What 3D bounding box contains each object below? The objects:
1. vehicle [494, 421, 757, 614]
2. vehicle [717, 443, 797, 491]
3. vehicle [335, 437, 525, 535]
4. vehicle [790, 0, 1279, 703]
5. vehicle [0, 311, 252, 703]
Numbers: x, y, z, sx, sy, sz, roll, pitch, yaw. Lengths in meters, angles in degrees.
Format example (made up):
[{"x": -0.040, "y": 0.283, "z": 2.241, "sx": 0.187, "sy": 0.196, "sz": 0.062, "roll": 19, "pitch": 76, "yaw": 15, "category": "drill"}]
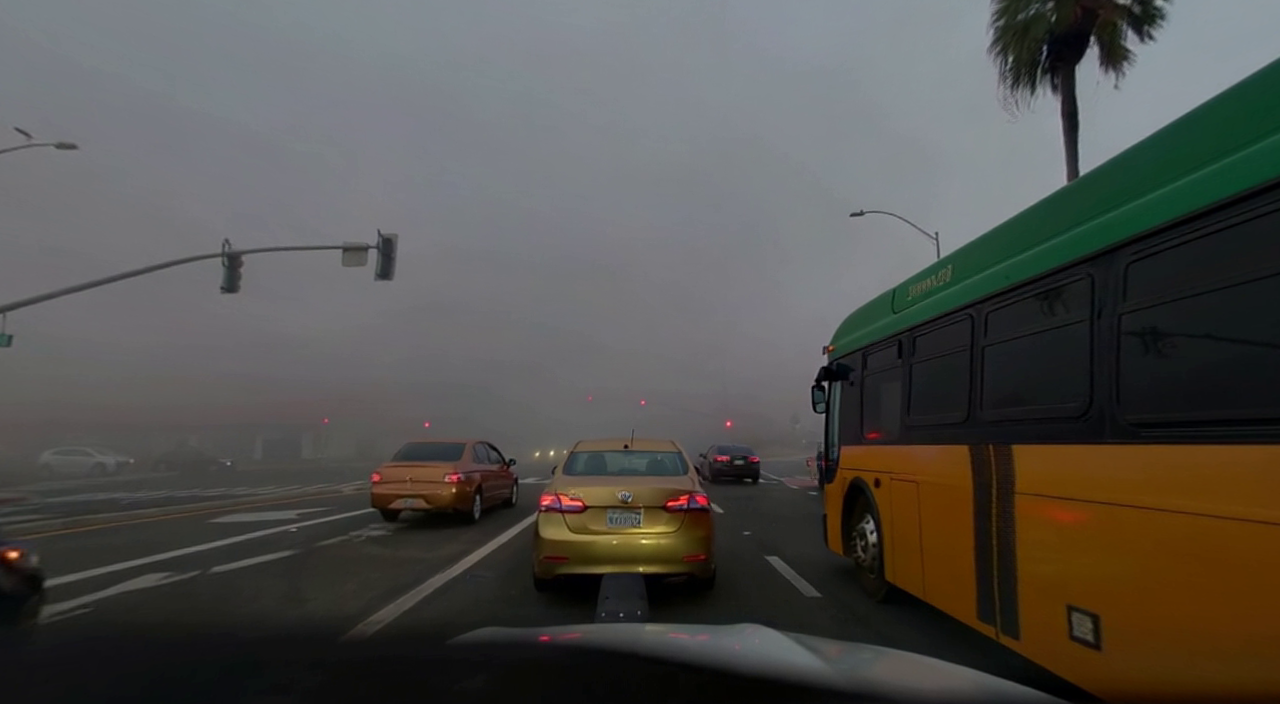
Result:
[{"x": -0.130, "y": 1.594, "z": 6.960, "sx": 2.060, "sy": 1.499, "sz": 3.831, "roll": 0, "pitch": -9, "yaw": -1, "category": "vehicle"}, {"x": 3.928, "y": 3.938, "z": 22.020, "sx": 1.989, "sy": 1.467, "sz": 4.364, "roll": 0, "pitch": -9, "yaw": 0, "category": "vehicle"}, {"x": -3.490, "y": 2.300, "z": 11.461, "sx": 1.919, "sy": 1.415, "sz": 4.178, "roll": 0, "pitch": -9, "yaw": 2, "category": "vehicle"}, {"x": 3.602, "y": -0.328, "z": 2.053, "sx": 3.068, "sy": 4.026, "sz": 13.534, "roll": 0, "pitch": -9, "yaw": 1, "category": "vehicle"}, {"x": -3.546, "y": 0.609, "z": 1.349, "sx": 2.145, "sy": 1.824, "sz": 4.974, "roll": 0, "pitch": -9, "yaw": 2, "category": "vehicle"}]
